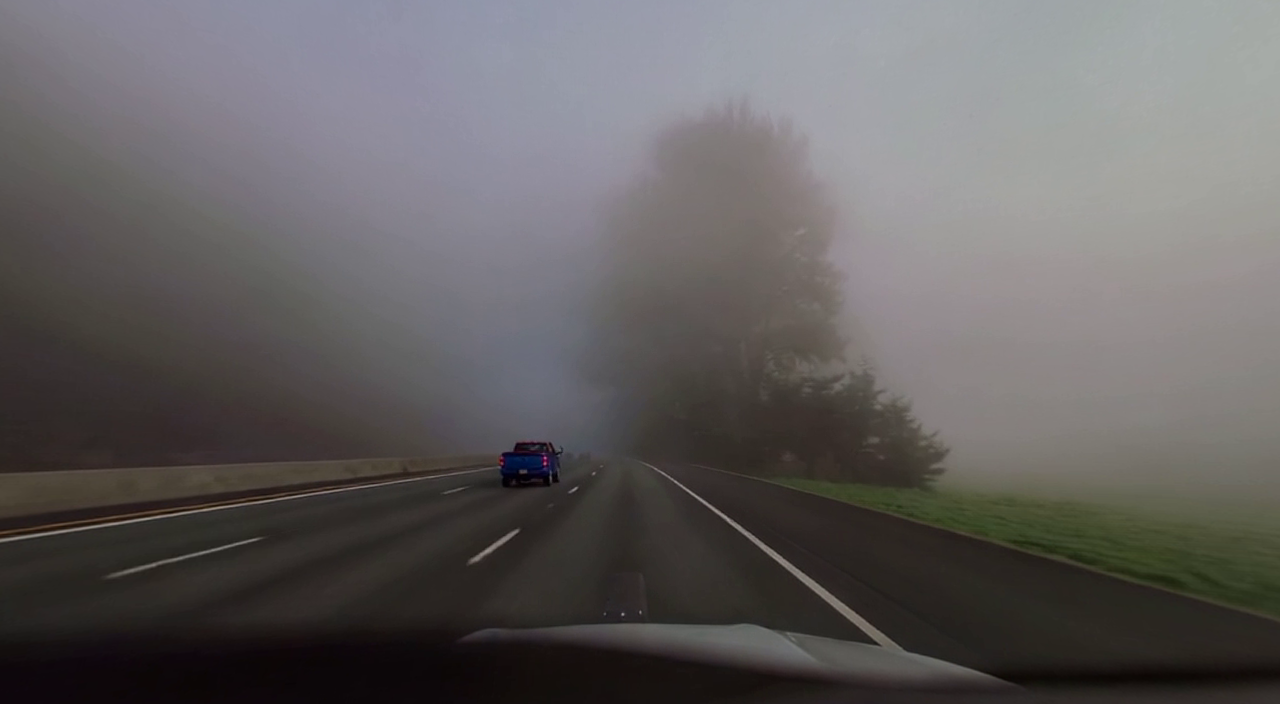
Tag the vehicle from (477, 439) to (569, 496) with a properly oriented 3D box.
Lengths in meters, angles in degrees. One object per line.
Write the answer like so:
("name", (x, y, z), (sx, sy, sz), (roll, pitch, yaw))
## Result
("vehicle", (-3.831, 3.877, 21.569), (2.279, 1.683, 4.726), (0, -9, -1))
